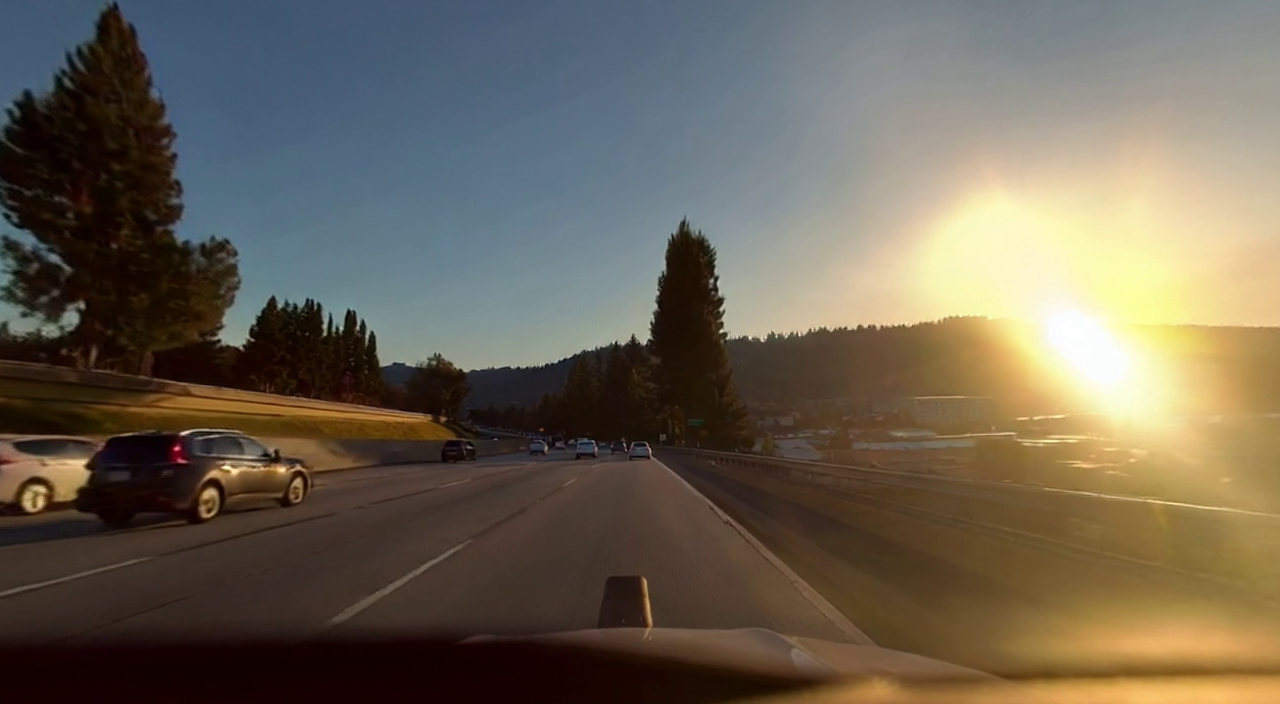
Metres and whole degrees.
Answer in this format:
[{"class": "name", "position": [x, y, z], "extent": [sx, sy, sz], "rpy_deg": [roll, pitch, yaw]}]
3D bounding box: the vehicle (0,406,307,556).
[{"class": "vehicle", "position": [-7.713, 1.846, 9.788], "extent": [2.238, 1.712, 5.000], "rpy_deg": [0, -8, 1]}]

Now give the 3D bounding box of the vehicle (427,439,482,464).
[{"class": "vehicle", "position": [-11.837, 6.395, 40.401], "extent": [2.056, 1.489, 4.852], "rpy_deg": [0, -8, 0]}]

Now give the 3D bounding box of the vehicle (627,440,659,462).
[{"class": "vehicle", "position": [0.178, 6.923, 44.237], "extent": [2.060, 1.465, 3.974], "rpy_deg": [0, -8, -2]}]
